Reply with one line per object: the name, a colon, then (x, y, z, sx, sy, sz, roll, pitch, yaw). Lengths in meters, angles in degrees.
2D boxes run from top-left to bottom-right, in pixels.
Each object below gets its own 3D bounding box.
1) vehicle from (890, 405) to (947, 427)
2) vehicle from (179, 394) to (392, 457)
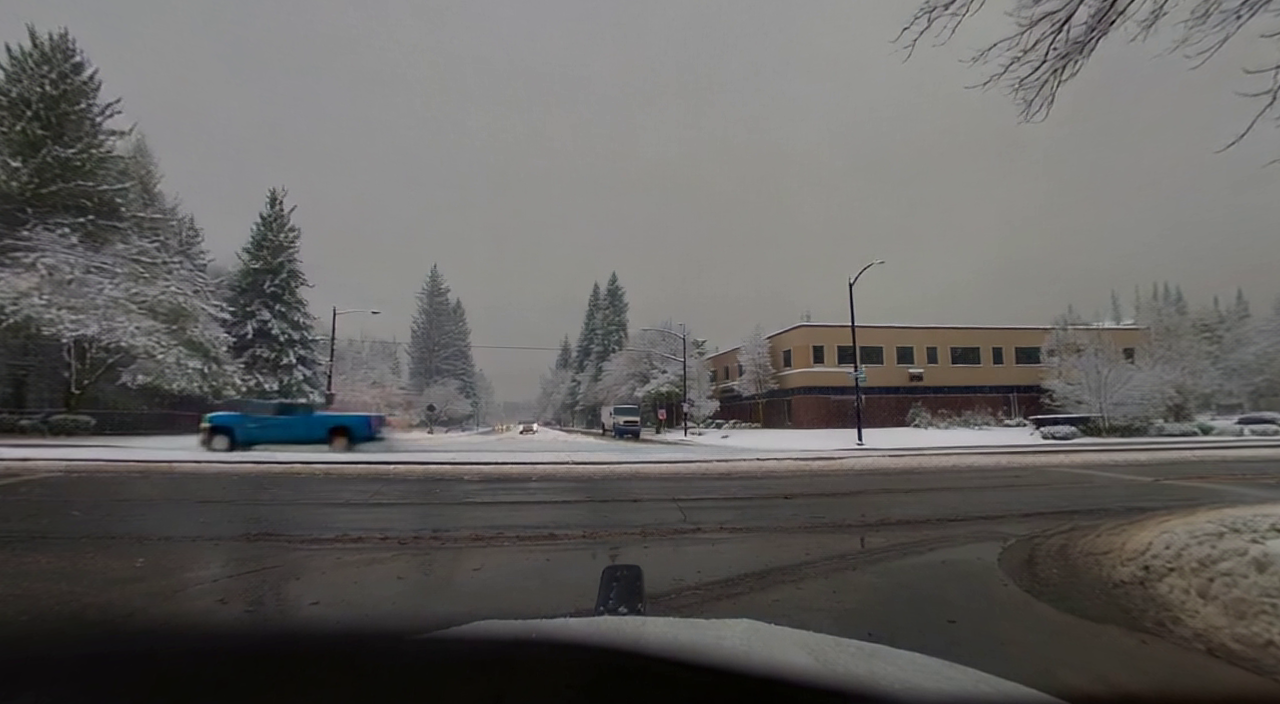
vehicle: (21.218, 4.898, 47.771, 4.674, 1.483, 1.745, 6, -10, -35)
vehicle: (-10.912, 2.364, 19.817, 5.333, 1.837, 2.124, 1, -9, -10)
